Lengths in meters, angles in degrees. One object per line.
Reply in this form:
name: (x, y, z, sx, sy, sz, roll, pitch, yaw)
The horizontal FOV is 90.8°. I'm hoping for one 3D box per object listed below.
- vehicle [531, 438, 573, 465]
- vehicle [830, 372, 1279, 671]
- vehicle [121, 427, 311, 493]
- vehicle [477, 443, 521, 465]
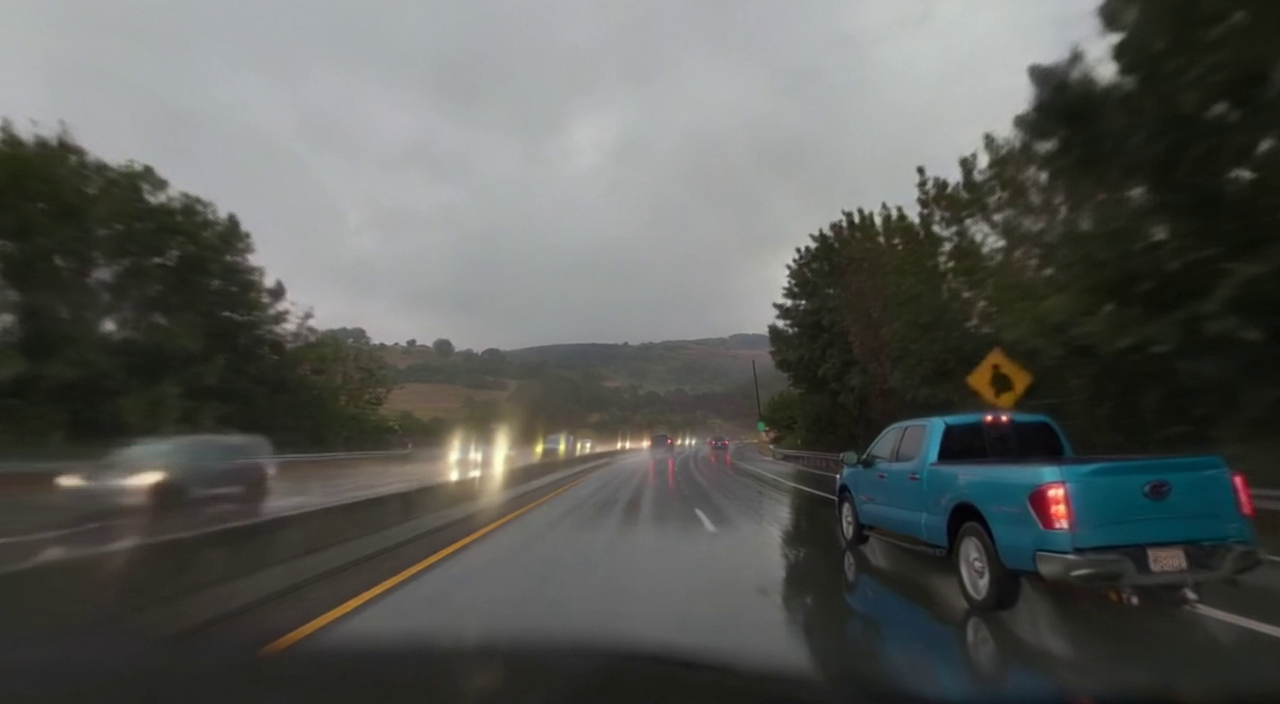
vehicle: (-6.167, 7.021, 44.896, 2.041, 1.776, 4.570, 0, -8, 4)
vehicle: (3.667, 1.325, 6.132, 2.151, 1.744, 4.709, 0, -8, 0)
vehicle: (-14.306, 3.685, 21.985, 2.563, 1.966, 5.726, 0, -8, 1)
vehicle: (-9.999, 7.232, 45.119, 1.879, 1.455, 4.538, 0, -8, 4)
